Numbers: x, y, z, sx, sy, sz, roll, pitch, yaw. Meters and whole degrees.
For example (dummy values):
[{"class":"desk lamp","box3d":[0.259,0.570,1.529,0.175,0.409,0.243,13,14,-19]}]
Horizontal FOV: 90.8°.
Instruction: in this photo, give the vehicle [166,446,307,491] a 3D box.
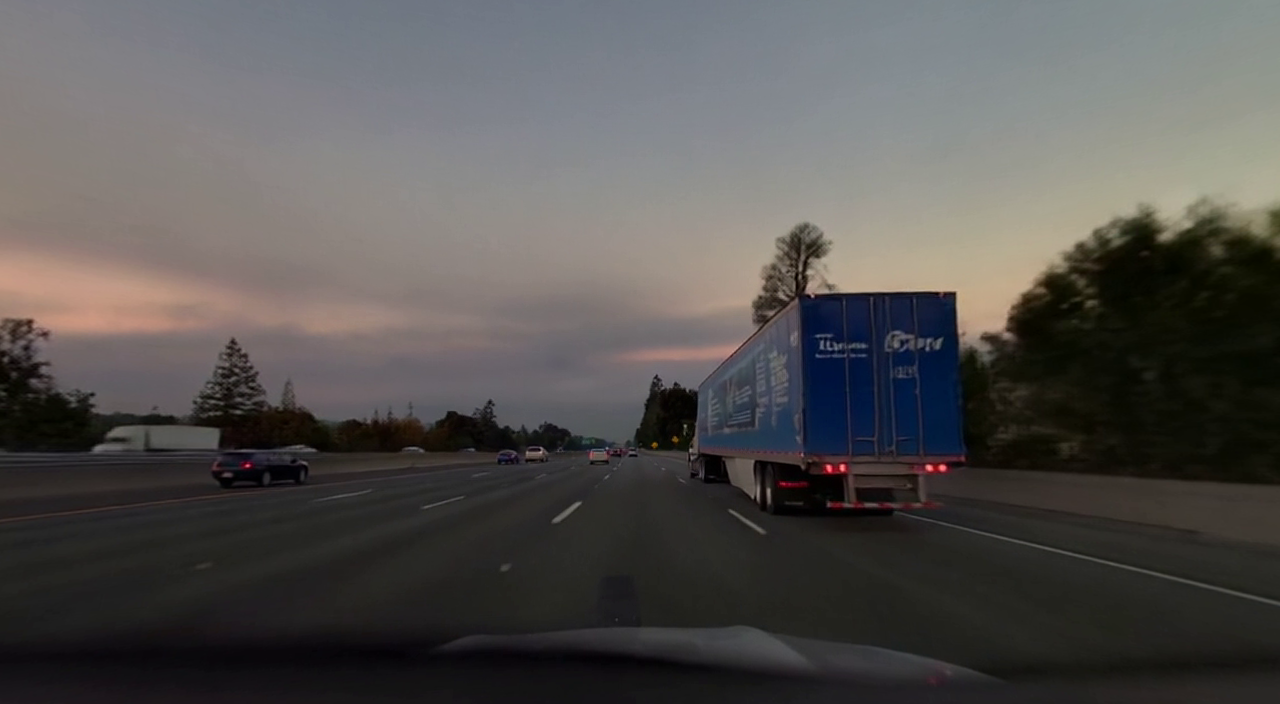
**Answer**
[{"class":"vehicle","box3d":[-14.430,4.160,23.003,1.982,1.471,4.747,0,-9,0]}]

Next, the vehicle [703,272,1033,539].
[{"class":"vehicle","box3d":[4.196,1.911,17.423,3.140,4.100,15.551,0,-9,-1]}]

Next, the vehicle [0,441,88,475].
[{"class":"vehicle","box3d":[-39.611,6.800,40.674,2.298,2.001,6.372,0,-9,0]}]
